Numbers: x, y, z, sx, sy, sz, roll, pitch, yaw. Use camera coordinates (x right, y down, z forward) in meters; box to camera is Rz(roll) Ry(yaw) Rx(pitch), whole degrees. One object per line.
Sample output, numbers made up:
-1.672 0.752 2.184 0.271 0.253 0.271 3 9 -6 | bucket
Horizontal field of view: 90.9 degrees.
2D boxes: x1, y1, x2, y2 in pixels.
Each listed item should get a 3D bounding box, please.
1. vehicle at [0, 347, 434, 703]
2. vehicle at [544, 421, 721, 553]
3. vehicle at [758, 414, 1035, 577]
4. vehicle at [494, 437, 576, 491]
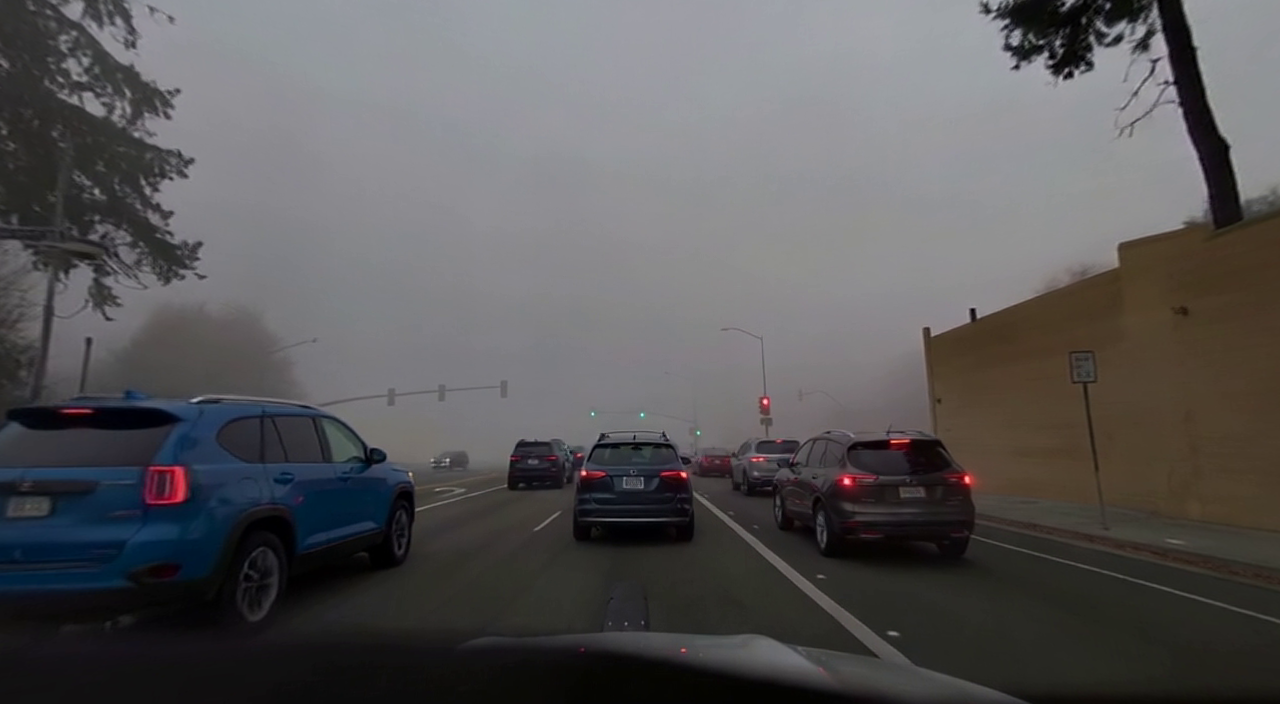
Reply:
-3.626 1.241 5.586 2.070 1.913 4.450 0 -8 0 | vehicle
-0.068 2.017 10.089 2.245 1.677 3.913 0 -8 1 | vehicle
3.108 1.823 8.847 2.029 1.702 4.281 0 -8 -1 | vehicle
-3.655 3.998 22.938 2.067 1.759 4.631 0 -8 1 | vehicle
